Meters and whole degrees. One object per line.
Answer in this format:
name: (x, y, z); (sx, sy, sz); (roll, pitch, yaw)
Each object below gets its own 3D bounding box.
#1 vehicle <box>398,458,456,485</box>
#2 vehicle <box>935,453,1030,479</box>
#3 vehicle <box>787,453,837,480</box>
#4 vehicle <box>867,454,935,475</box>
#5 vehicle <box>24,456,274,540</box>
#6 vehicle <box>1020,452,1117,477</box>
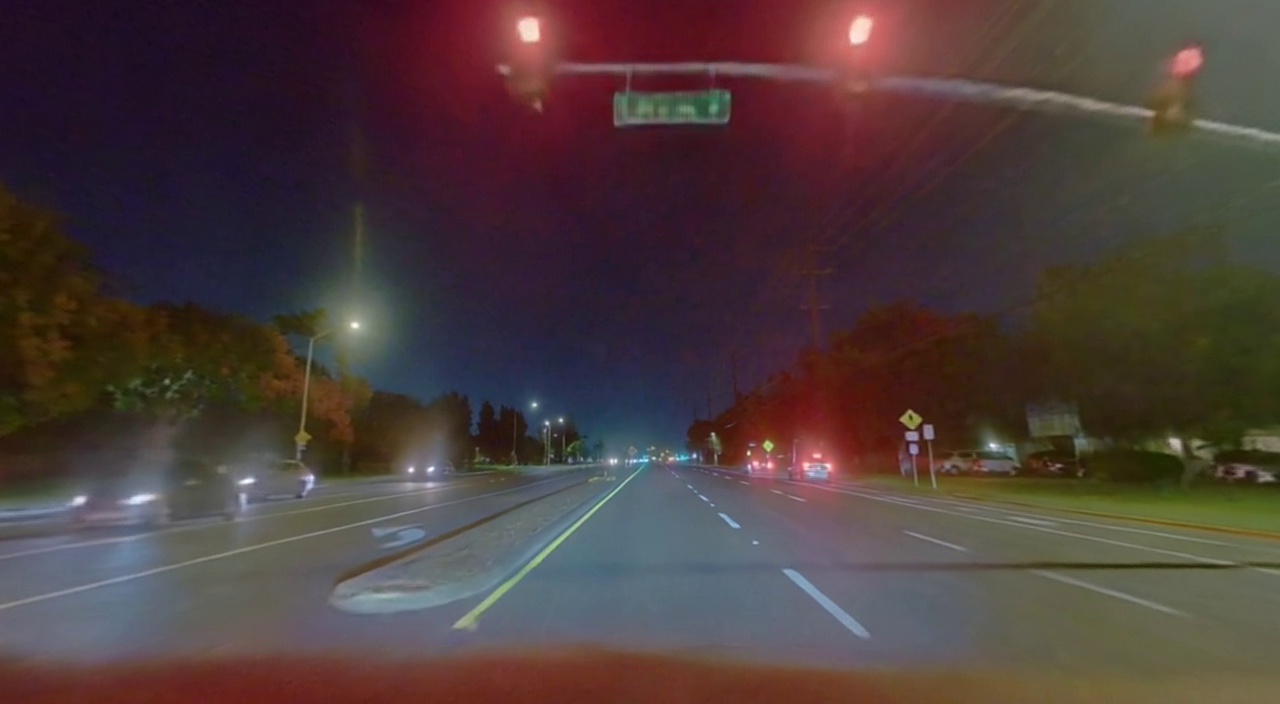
vehicle: (-13.591, 7.640, 40.502); (2.047, 1.467, 4.611); (0, -8, 1)
vehicle: (20.823, 6.941, 38.416); (4.664, 1.504, 1.816); (0, -9, 2)
vehicle: (12.309, 8.212, 45.414); (2.182, 1.768, 4.904); (0, -8, 0)
vehicle: (20.117, 8.698, 48.837); (4.643, 1.520, 1.894); (-3, -9, 18)
vehicle: (-10.458, 3.084, 14.002); (1.899, 1.464, 4.418); (0, -8, 2)
vehicle: (25.667, 6.752, 37.887); (4.368, 1.394, 1.983); (1, -10, 0)
